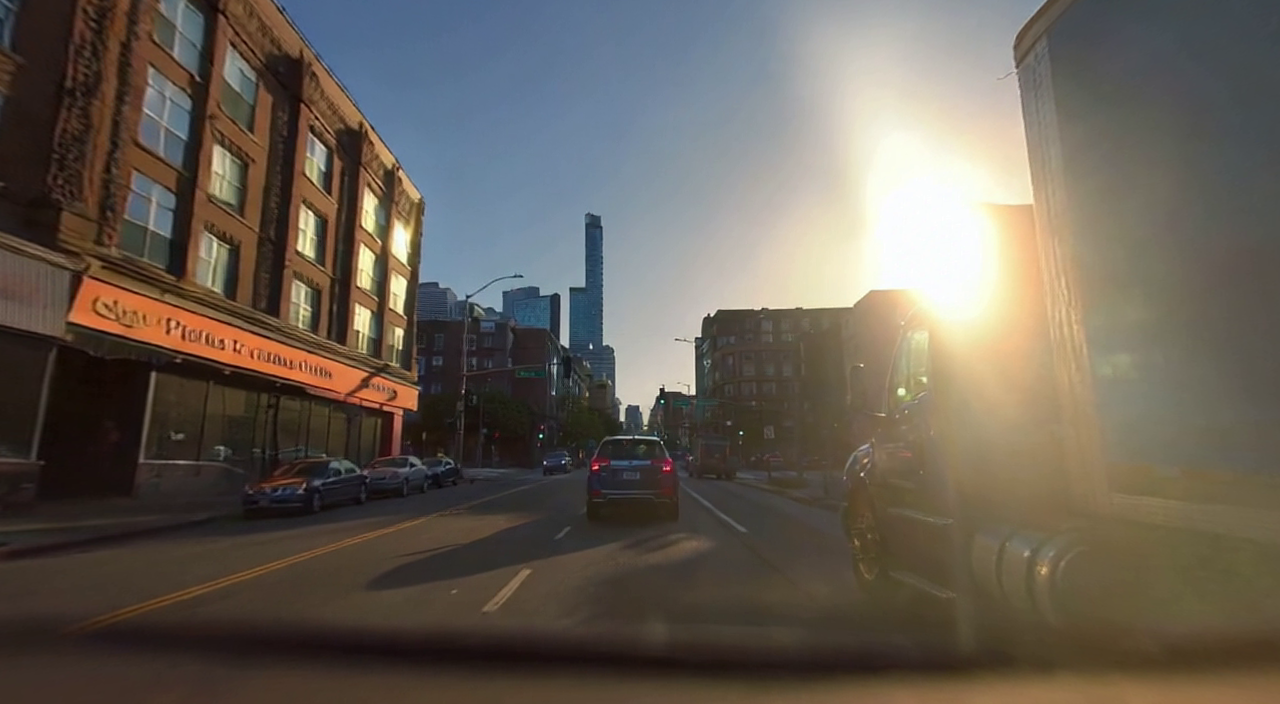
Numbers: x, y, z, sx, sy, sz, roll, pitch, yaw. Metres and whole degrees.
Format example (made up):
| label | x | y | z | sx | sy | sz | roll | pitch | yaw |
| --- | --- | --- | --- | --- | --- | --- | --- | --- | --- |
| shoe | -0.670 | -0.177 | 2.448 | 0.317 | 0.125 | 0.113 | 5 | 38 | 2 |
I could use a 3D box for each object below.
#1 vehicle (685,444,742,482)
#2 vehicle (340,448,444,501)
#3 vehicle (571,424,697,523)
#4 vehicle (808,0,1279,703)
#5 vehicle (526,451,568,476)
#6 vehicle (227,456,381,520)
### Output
| label | x | y | z | sx | sy | sz | roll | pitch | yaw |
| --- | --- | --- | --- | --- | --- | --- | --- | --- | --- |
| vehicle | 3.450 | 5.292 | 30.491 | 2.159 | 1.696 | 4.316 | 0 | -8 | -1 |
| vehicle | -8.869 | 4.366 | 23.067 | 2.084 | 1.686 | 4.422 | 0 | -8 | -1 |
| vehicle | -0.078 | 2.554 | 13.822 | 2.283 | 1.783 | 4.548 | 0 | -8 | 1 |
| vehicle | 3.244 | -0.180 | 1.875 | 2.913 | 3.771 | 9.716 | 0 | -8 | 1 |
| vehicle | -5.856 | 7.069 | 40.324 | 1.947 | 1.462 | 4.640 | 0 | -8 | 1 |
| vehicle | -8.753 | 3.540 | 16.973 | 1.805 | 1.379 | 4.359 | 0 | -8 | -1 |
